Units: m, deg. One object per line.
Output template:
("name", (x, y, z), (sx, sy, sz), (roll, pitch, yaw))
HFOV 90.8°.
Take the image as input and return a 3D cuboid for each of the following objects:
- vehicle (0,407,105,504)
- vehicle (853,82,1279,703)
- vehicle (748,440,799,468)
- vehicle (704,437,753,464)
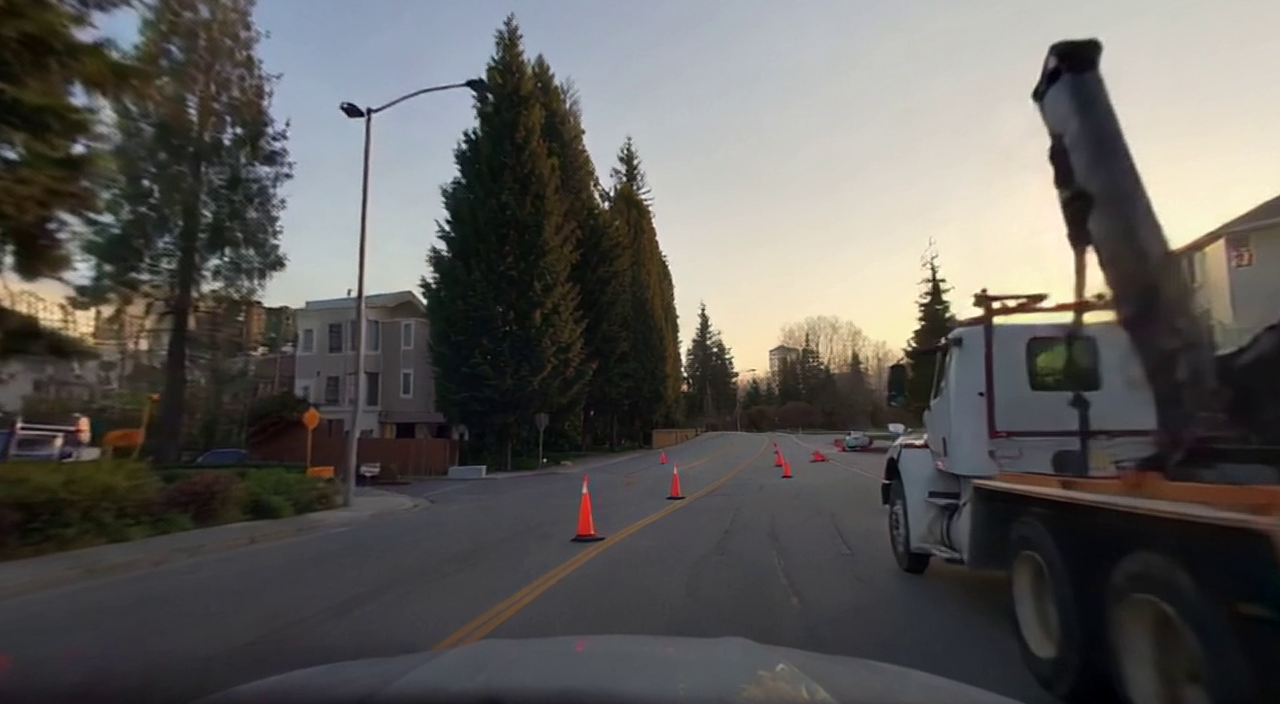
("vehicle", (-16.581, 2.752, 17.040), (2.665, 2.465, 1.532), (3, -8, -18))
("vehicle", (3.852, 0.777, 4.922), (3.098, 2.601, 6.758), (-1, -6, 10))
("vehicle", (8.042, 6.171, 38.372), (1.716, 1.583, 3.770), (2, -9, -9))
("vehicle", (6.395, 7.248, 46.388), (1.997, 1.853, 4.654), (2, -9, -13))
